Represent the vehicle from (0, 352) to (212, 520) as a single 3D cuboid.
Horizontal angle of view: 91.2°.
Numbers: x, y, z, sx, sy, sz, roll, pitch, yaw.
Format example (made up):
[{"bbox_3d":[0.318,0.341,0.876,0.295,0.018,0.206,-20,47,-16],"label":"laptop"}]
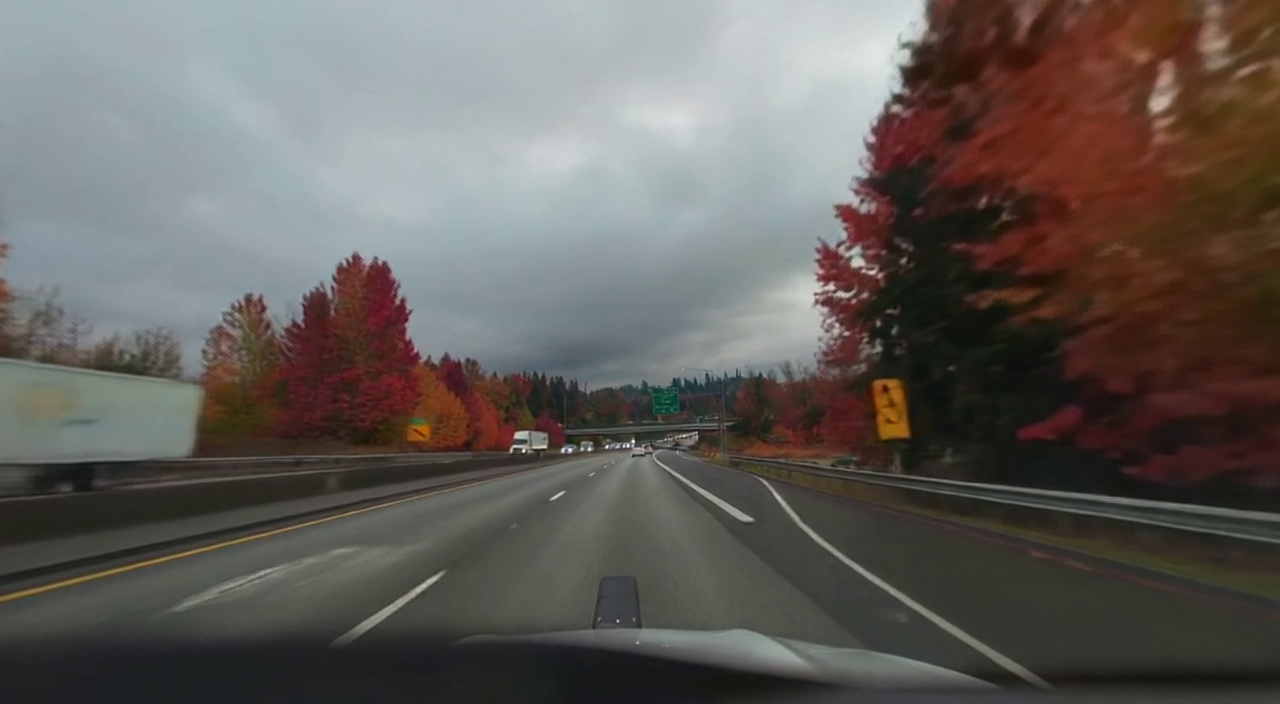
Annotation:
[{"bbox_3d":[-17.010,2.554,18.457,2.926,4.018,8.294,0,-9,-1],"label":"vehicle"}]
